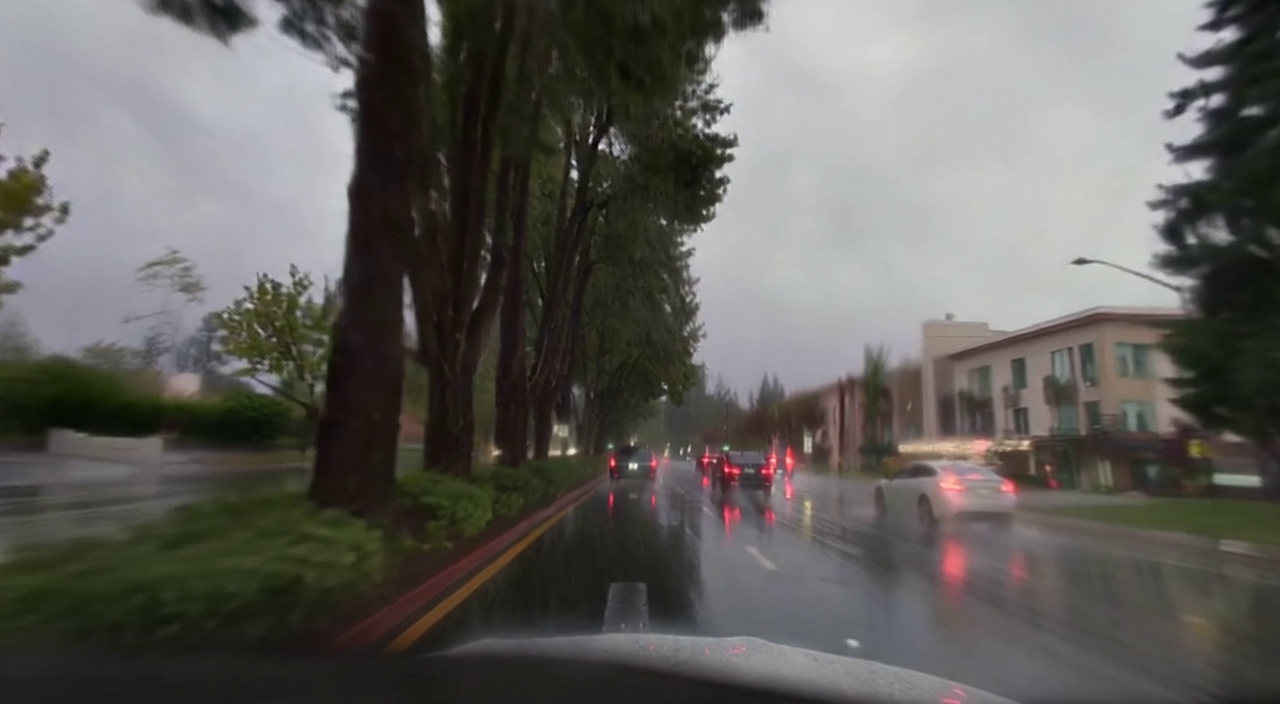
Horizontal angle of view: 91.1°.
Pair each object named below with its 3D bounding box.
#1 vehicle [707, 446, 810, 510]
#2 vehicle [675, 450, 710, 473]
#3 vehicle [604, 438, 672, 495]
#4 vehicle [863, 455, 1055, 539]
[{"bbox_3d":[3.070,3.347,17.175,1.932,1.510,4.168,0,-8,-1],"label":"vehicle"},{"bbox_3d":[3.568,7.517,43.252,2.012,1.462,4.163,0,-8,-1],"label":"vehicle"},{"bbox_3d":[-0.062,3.733,20.832,2.008,1.674,4.239,0,-8,0],"label":"vehicle"},{"bbox_3d":[6.711,3.055,13.849,1.944,1.458,4.268,0,-8,-1],"label":"vehicle"}]
